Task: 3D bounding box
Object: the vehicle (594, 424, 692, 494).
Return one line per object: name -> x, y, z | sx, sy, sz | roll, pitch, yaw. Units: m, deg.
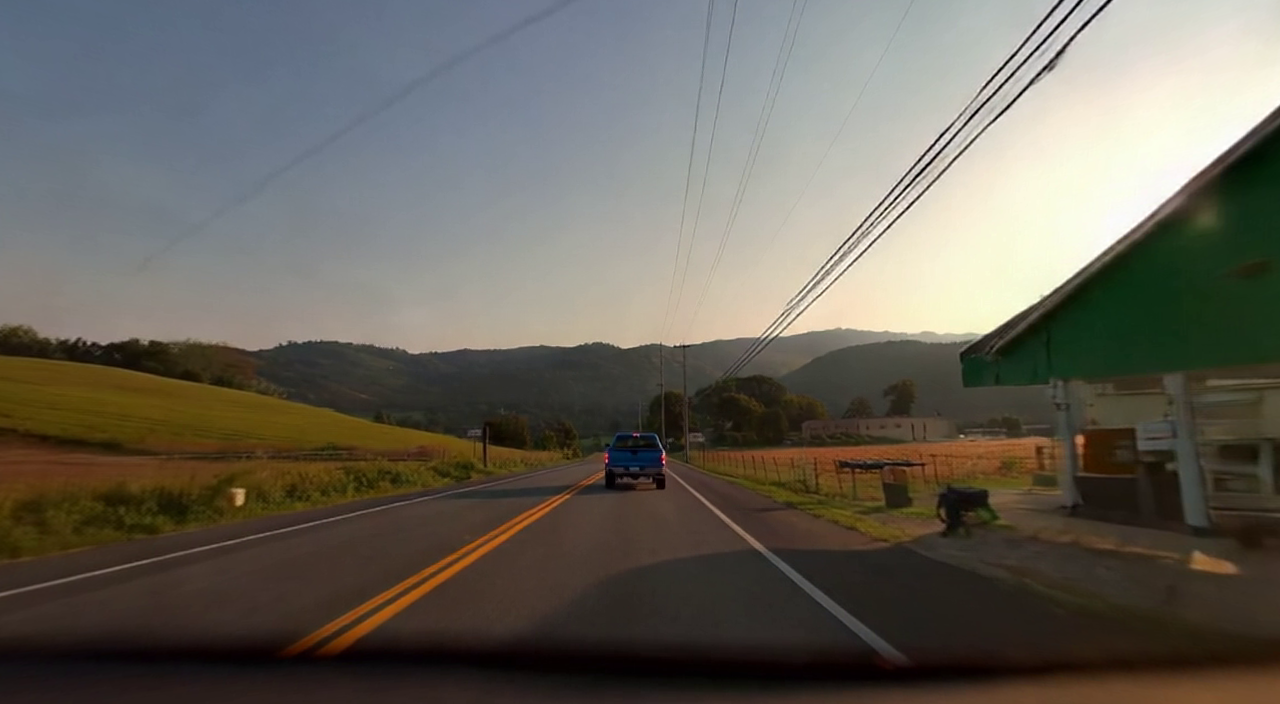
vehicle -> 0.057, 3.713, 22.483 | 2.921, 2.031, 7.416 | 0, -8, 0
